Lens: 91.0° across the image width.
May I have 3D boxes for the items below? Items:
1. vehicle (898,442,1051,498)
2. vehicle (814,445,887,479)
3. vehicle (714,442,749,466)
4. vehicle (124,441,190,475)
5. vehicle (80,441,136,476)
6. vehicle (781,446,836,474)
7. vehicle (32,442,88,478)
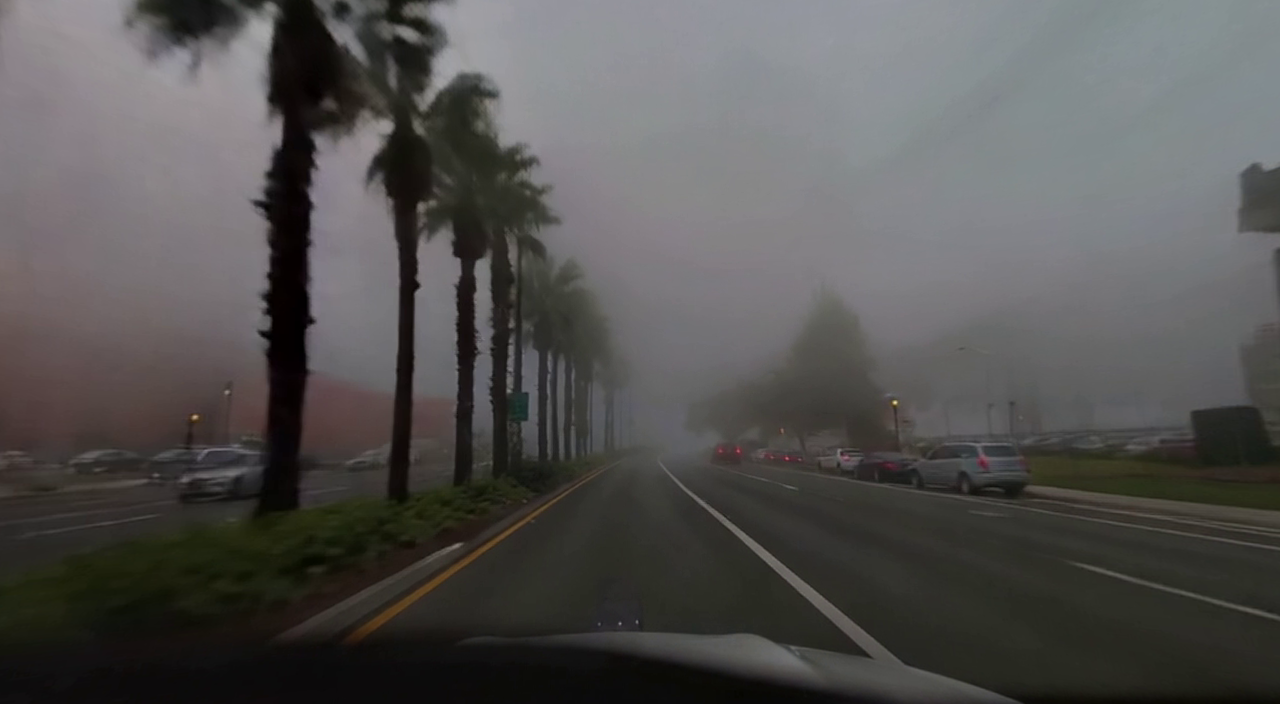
[{"bbox_3d":[10.286,3.640,19.896,2.086,1.545,4.645,0,-8,-3],"label":"vehicle"},{"bbox_3d":[10.109,5.301,30.682,1.875,1.491,4.780,0,-8,0],"label":"vehicle"},{"bbox_3d":[6.823,7.635,47.362,2.000,1.717,4.101,0,-8,0],"label":"vehicle"},{"bbox_3d":[-37.263,8.104,48.483,6.188,2.494,2.424,-7,-11,39],"label":"vehicle"},{"bbox_3d":[-39.995,7.935,47.236,5.579,2.458,2.324,-8,-11,42],"label":"vehicle"},{"bbox_3d":[10.178,6.529,38.305,1.950,1.410,4.642,0,-7,-1],"label":"vehicle"},{"bbox_3d":[-43.129,7.961,46.713,5.843,2.364,2.352,-7,-11,42],"label":"vehicle"}]
